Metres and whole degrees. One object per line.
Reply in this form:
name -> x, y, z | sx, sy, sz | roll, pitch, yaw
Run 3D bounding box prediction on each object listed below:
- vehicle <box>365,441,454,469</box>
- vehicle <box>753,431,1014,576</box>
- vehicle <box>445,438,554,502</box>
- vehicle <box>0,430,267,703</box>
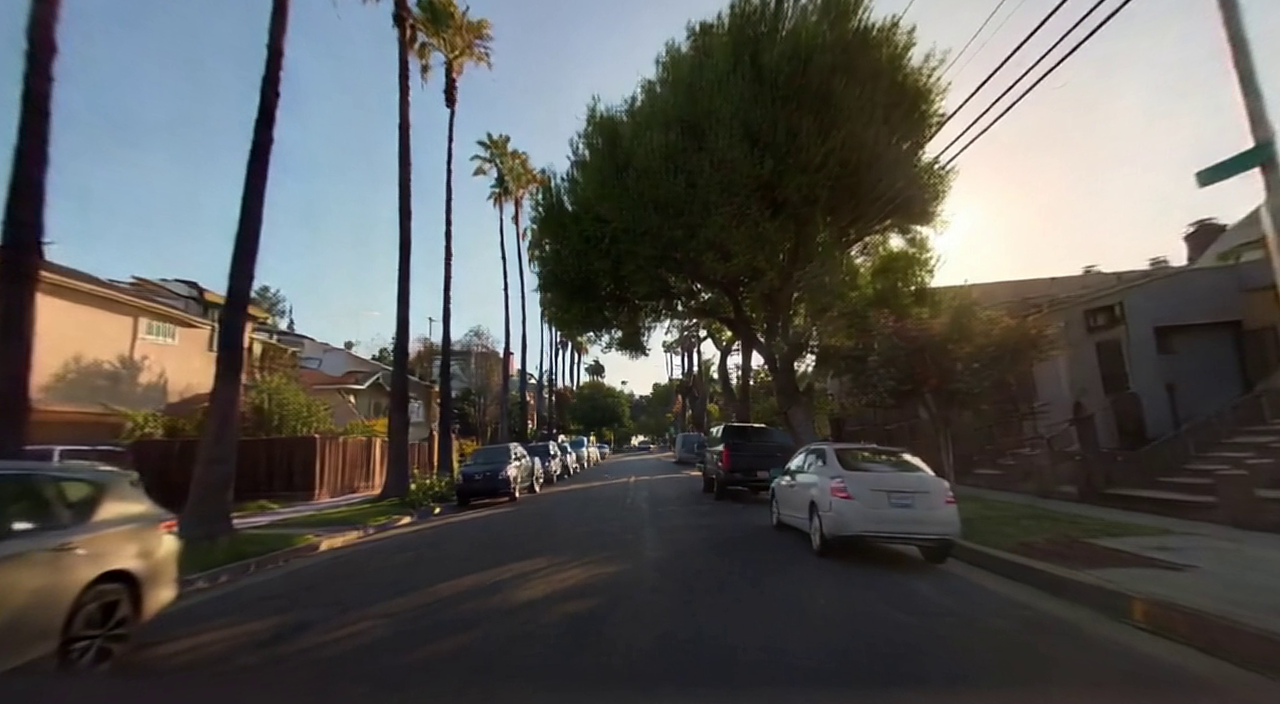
vehicle -> -12.921, 5.788, 35.515 | 4.300, 1.489, 1.850 | -2, -9, 13
vehicle -> 2.858, 1.848, 8.525 | 1.881, 1.460, 4.007 | 0, -8, 0
vehicle -> -3.975, 3.415, 18.760 | 2.123, 1.636, 4.481 | 0, -8, 1
vehicle -> -4.059, 1.127, 2.811 | 1.814, 1.548, 4.802 | 0, -8, 1
